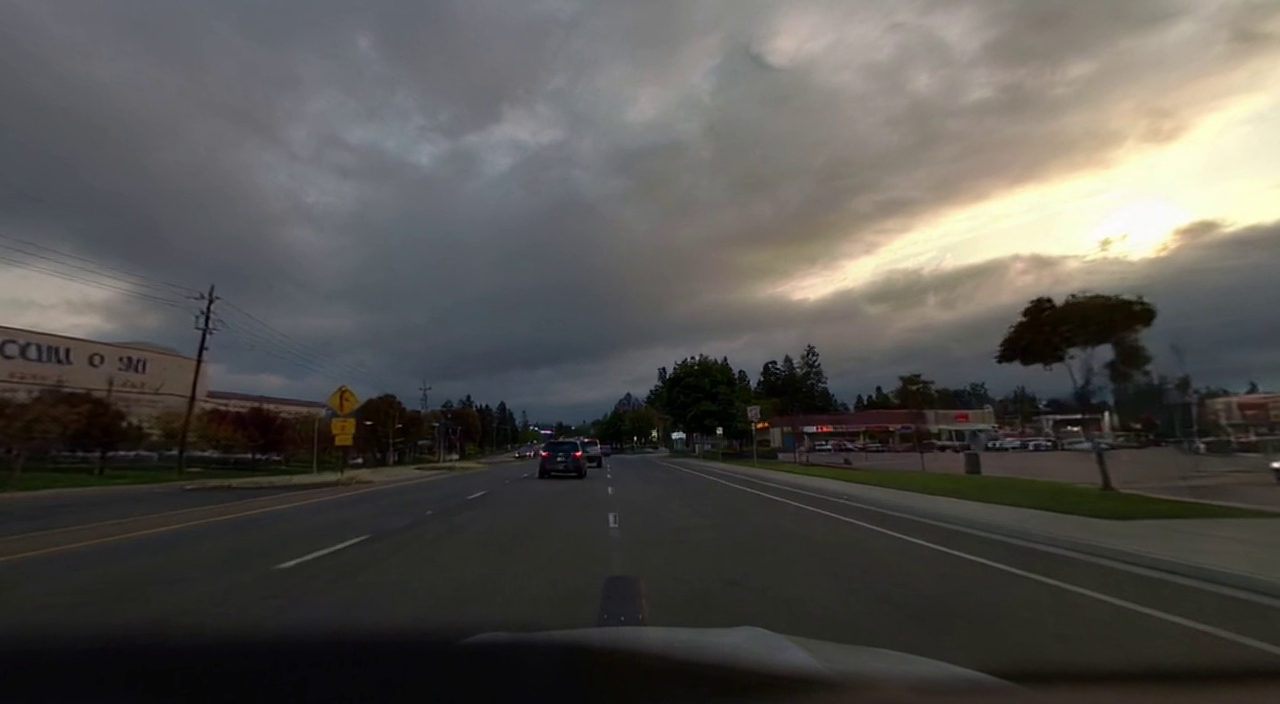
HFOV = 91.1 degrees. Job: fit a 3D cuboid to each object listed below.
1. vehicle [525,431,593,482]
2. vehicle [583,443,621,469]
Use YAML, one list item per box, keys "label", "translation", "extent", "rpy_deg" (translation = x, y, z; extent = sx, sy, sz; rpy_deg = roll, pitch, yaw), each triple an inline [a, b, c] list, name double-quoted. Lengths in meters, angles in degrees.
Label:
- label: "vehicle"
  translation: [-3.199, 4.267, 26.006]
  extent: [2.222, 1.899, 5.006]
  rpy_deg: [0, -8, -1]
- label: "vehicle"
  translation: [-2.334, 6.174, 37.423]
  extent: [2.113, 1.446, 4.309]
  rpy_deg: [1, -8, -5]
